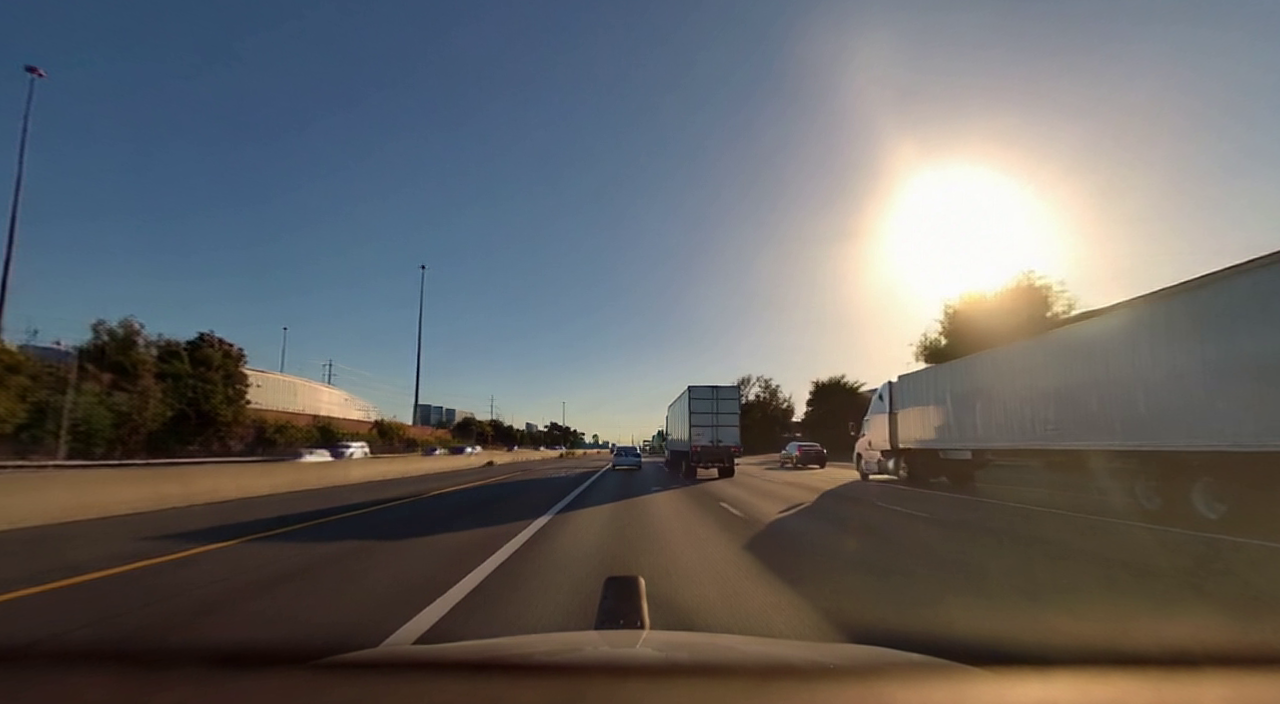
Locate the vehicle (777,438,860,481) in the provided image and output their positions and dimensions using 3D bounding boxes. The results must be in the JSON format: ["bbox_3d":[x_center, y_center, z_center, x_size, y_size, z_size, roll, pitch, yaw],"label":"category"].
[{"bbox_3d":[7.394,4.515,26.704,2.154,1.658,4.347,0,-9,-1],"label":"vehicle"}]

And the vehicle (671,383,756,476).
[{"bbox_3d":[3.505,4.211,33.425,2.999,4.127,10.526,0,-9,-1],"label":"vehicle"}]

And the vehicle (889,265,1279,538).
[{"bbox_3d":[11.308,1.712,15.995,2.898,4.171,17.188,0,-9,0],"label":"vehicle"}]

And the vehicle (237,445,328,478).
[{"bbox_3d":[-16.969,5.202,30.257,1.806,1.426,4.349,0,-9,0],"label":"vehicle"}]

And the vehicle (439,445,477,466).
[{"bbox_3d":[-12.936,7.352,44.989,1.595,1.414,3.486,0,-9,1],"label":"vehicle"}]

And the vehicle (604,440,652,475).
[{"bbox_3d":[-0.565,5.086,30.628,2.163,1.551,4.180,0,-9,-1],"label":"vehicle"}]
